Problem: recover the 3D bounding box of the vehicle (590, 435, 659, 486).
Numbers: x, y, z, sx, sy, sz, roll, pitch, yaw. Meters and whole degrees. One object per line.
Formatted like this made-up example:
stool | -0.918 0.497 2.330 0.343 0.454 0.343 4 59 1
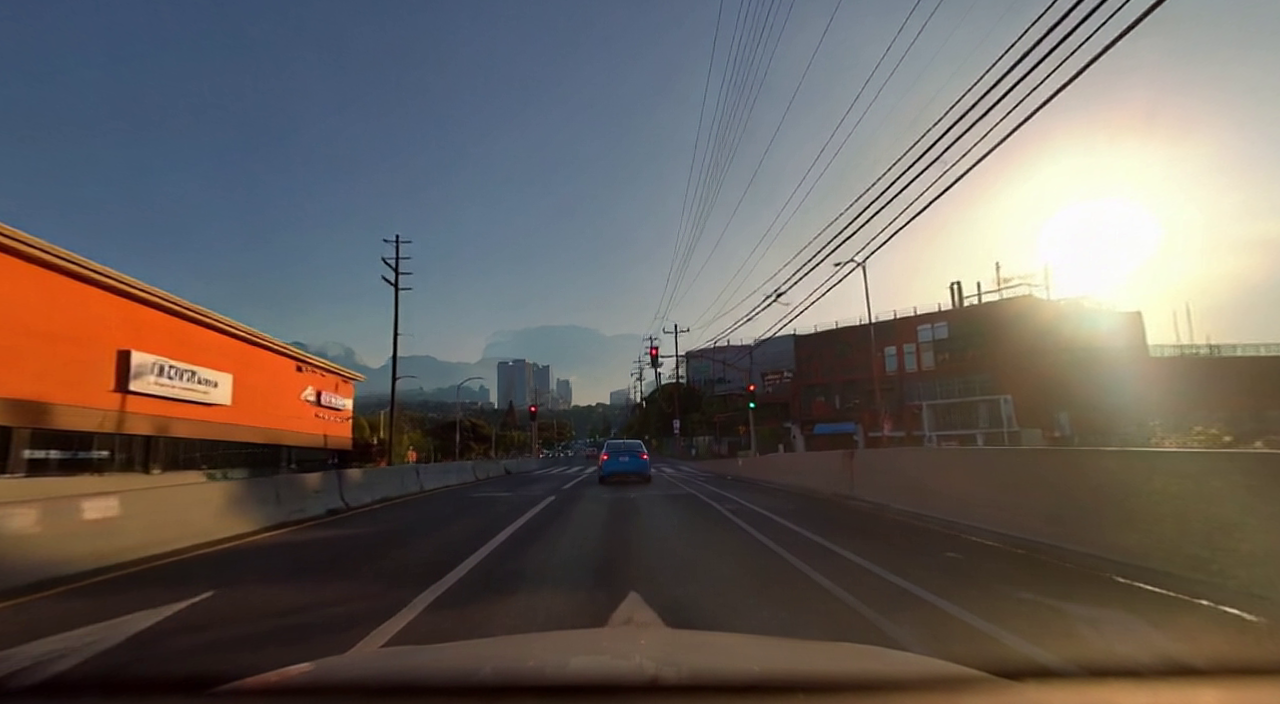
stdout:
vehicle | -0.519 3.614 21.400 2.123 1.566 3.662 0 -8 -1
